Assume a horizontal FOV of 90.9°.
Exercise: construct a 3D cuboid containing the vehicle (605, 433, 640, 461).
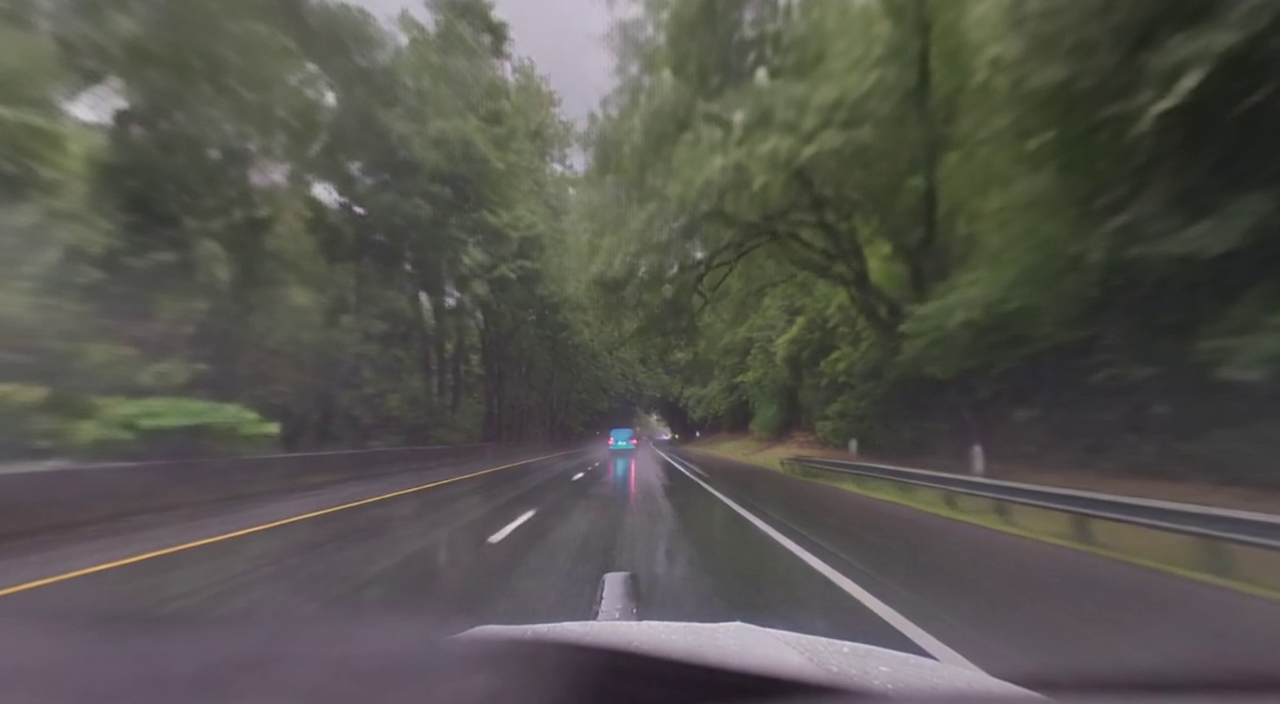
[{"bbox_3d":[-1.040,6.010,40.032,2.094,1.653,4.283,0,-8,0],"label":"vehicle"}]
